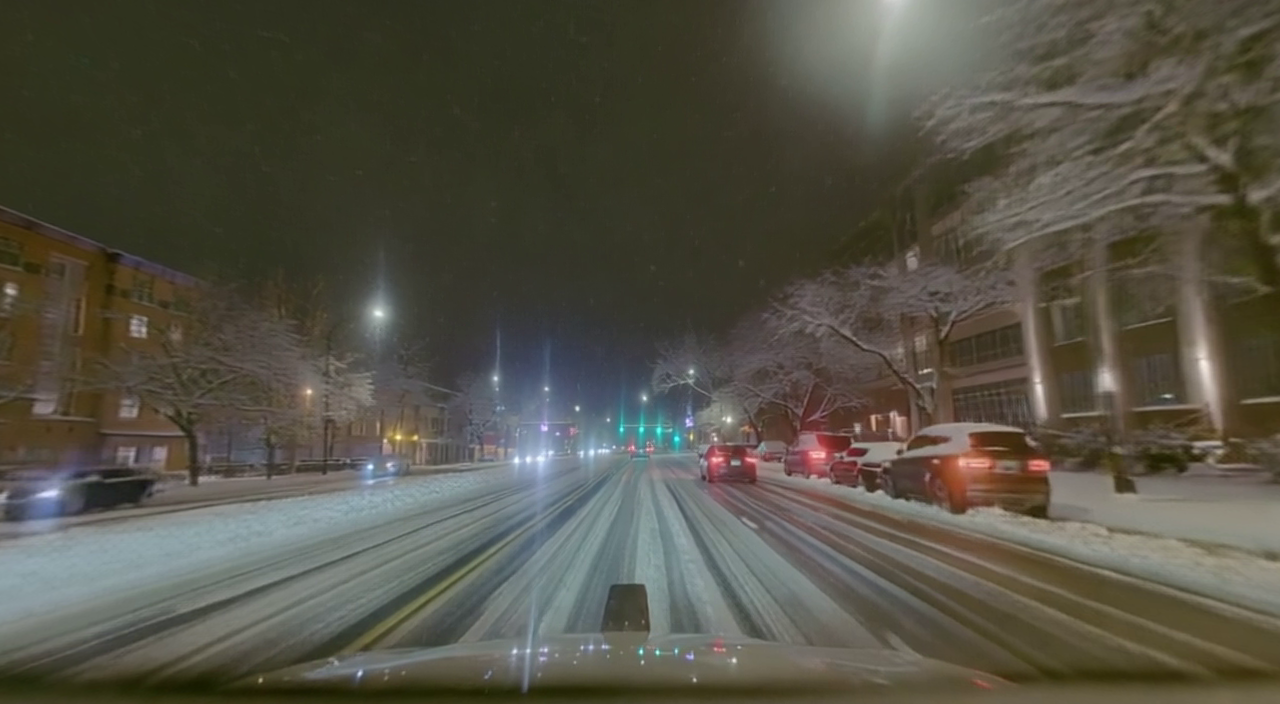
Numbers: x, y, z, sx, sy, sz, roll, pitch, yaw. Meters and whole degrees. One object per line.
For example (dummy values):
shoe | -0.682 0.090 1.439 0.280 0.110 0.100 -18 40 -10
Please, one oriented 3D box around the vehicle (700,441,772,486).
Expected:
vehicle | 3.481 4.129 23.728 1.990 1.486 4.431 0 -8 0

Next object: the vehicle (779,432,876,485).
vehicle | 7.186 4.138 24.907 2.087 1.823 5.906 0 -8 1

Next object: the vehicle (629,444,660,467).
vehicle | 0.356 7.153 43.822 2.101 1.480 3.929 0 -8 2

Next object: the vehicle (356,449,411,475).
vehicle | -18.821 8.073 46.520 2.022 1.735 4.695 0 -8 1

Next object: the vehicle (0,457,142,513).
vehicle | -18.831 4.257 20.334 1.864 1.458 4.598 -5 -8 0

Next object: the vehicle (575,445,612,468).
vehicle | -3.049 6.999 42.528 2.082 1.467 4.379 0 -8 1

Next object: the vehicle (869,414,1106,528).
vehicle | 6.768 2.387 13.164 2.215 1.909 4.875 0 -8 1
